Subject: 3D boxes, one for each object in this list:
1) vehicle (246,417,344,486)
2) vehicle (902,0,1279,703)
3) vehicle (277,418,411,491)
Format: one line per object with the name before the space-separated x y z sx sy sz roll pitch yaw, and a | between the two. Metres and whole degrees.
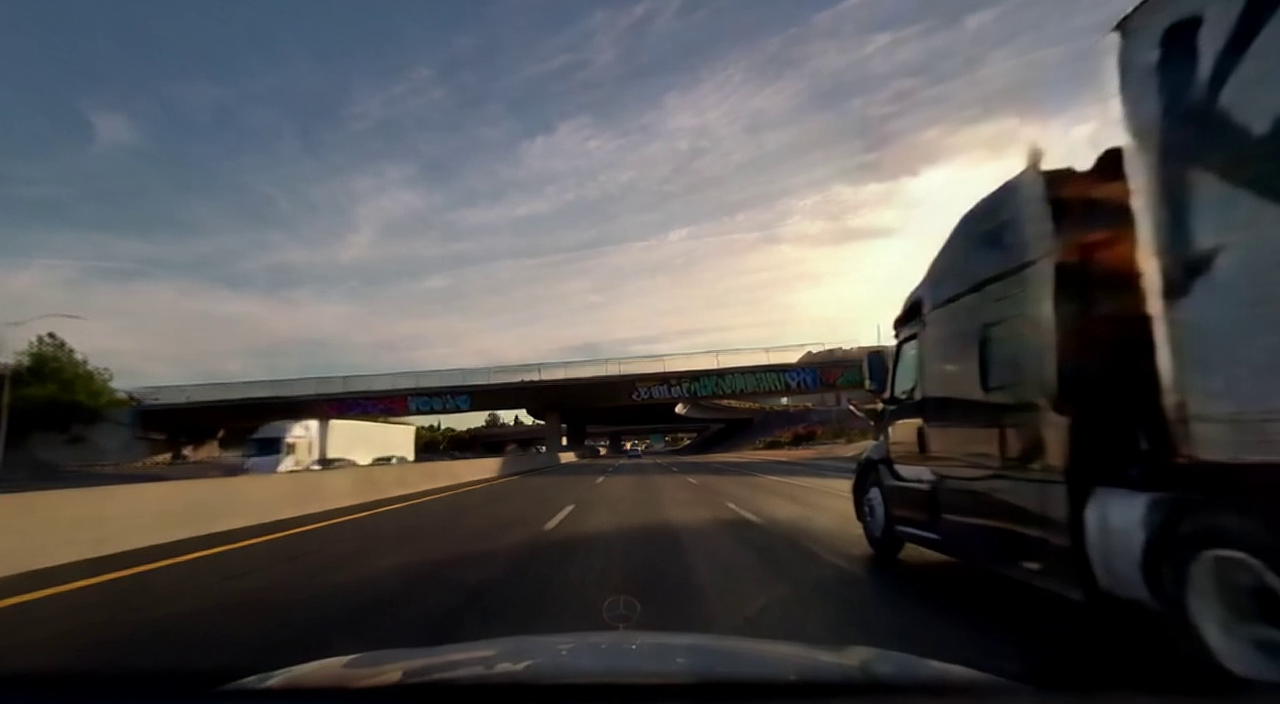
vehicle | -20.448 5.931 37.592 3.053 3.842 4.764 0 -9 -1
vehicle | 4.433 0.003 3.696 3.016 3.938 5.838 0 -9 -1
vehicle | -20.589 7.333 45.386 3.091 4.397 13.932 0 -9 -1
